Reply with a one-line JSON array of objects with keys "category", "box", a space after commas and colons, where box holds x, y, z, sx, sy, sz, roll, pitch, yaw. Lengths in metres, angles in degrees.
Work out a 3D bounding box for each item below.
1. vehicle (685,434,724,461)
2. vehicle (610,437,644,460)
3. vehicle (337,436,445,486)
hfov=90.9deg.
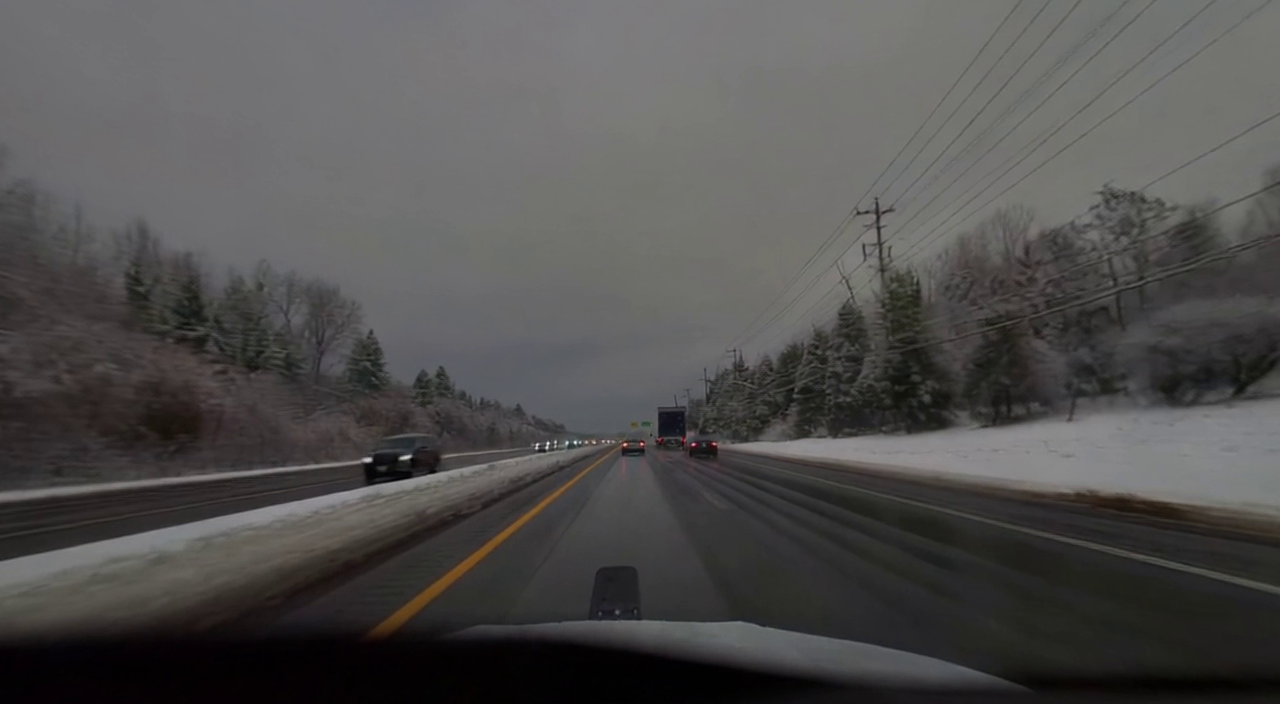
[{"category": "vehicle", "box": [4.009, 6.016, 39.901, 1.930, 1.573, 3.853, 0, -8, -2]}, {"category": "vehicle", "box": [-0.879, 6.428, 42.384, 2.163, 1.466, 3.693, 0, -8, -1]}, {"category": "vehicle", "box": [-9.037, 3.957, 23.385, 2.056, 1.650, 4.770, 0, -8, 0]}]
